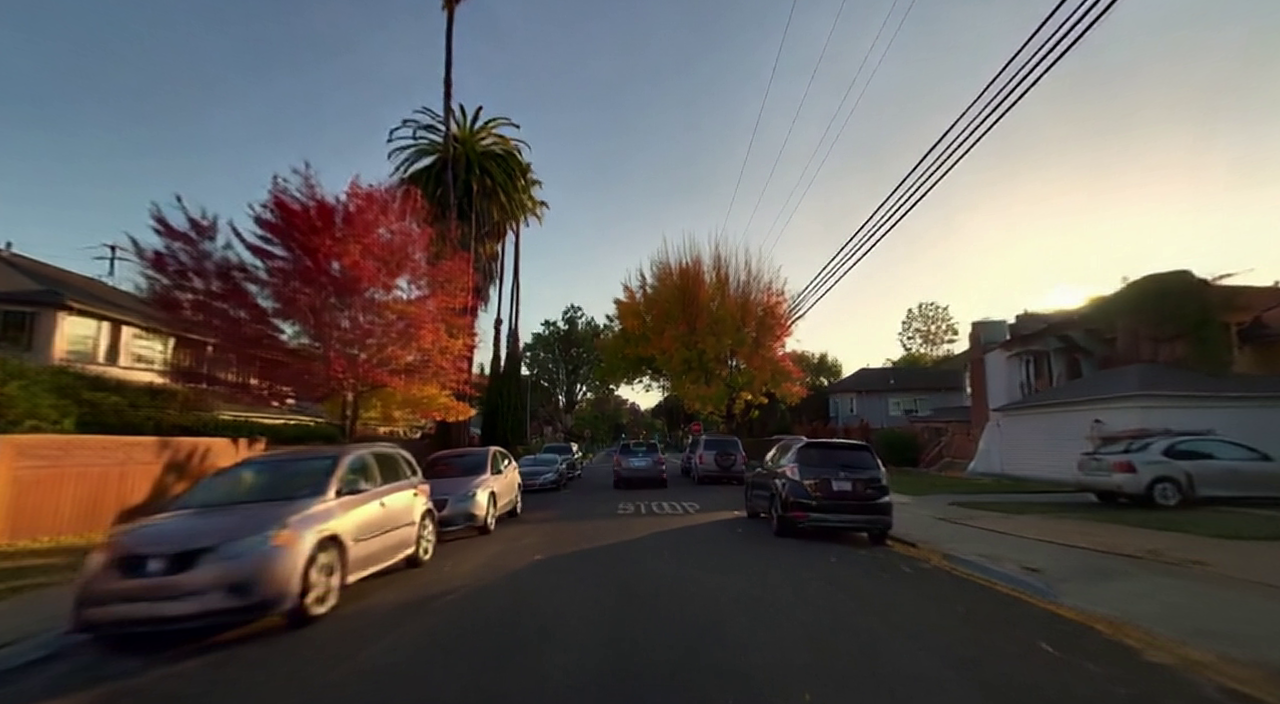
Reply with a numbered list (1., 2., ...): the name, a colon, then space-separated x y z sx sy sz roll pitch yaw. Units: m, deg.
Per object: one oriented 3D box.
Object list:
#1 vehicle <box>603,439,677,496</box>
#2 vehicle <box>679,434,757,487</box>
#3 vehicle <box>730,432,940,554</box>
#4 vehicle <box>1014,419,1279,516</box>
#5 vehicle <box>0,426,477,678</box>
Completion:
1. vehicle: -0.027 3.428 18.986 2.010 1.499 4.107 0 -9 -1
2. vehicle: 2.626 3.829 22.400 2.136 1.650 4.837 0 -9 -1
3. vehicle: 2.859 2.168 10.373 1.967 1.563 4.237 0 -9 -2
4. vehicle: 9.860 2.177 12.293 1.929 1.517 4.494 1 -9 -7
5. vehicle: -3.117 1.561 6.097 1.877 1.521 4.348 0 -9 0
